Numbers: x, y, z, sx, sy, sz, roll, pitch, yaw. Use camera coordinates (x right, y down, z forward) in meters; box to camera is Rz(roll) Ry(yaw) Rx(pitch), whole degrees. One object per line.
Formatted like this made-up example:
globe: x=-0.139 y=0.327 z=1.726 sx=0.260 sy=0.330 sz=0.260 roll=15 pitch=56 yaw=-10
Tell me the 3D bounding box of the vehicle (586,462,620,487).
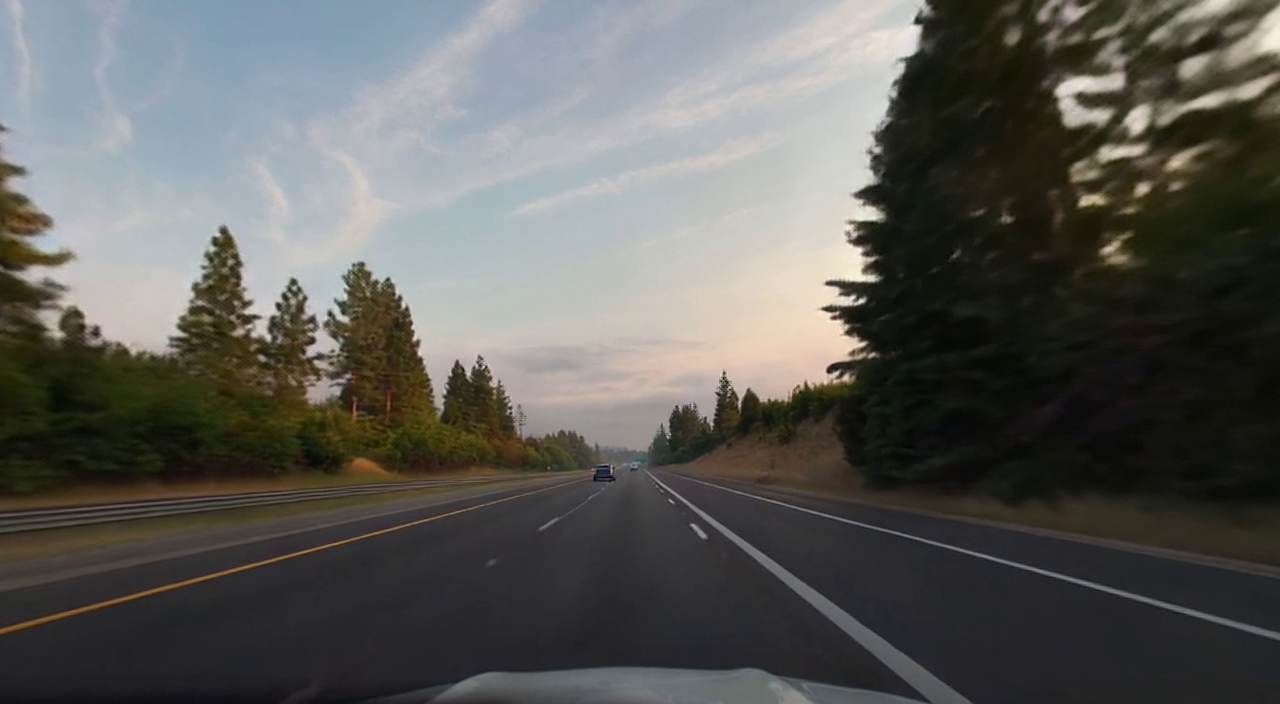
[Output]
vehicle: x=-2.467 y=8.294 z=42.790 sx=1.900 sy=1.550 sz=4.146 roll=0 pitch=-10 yaw=2
